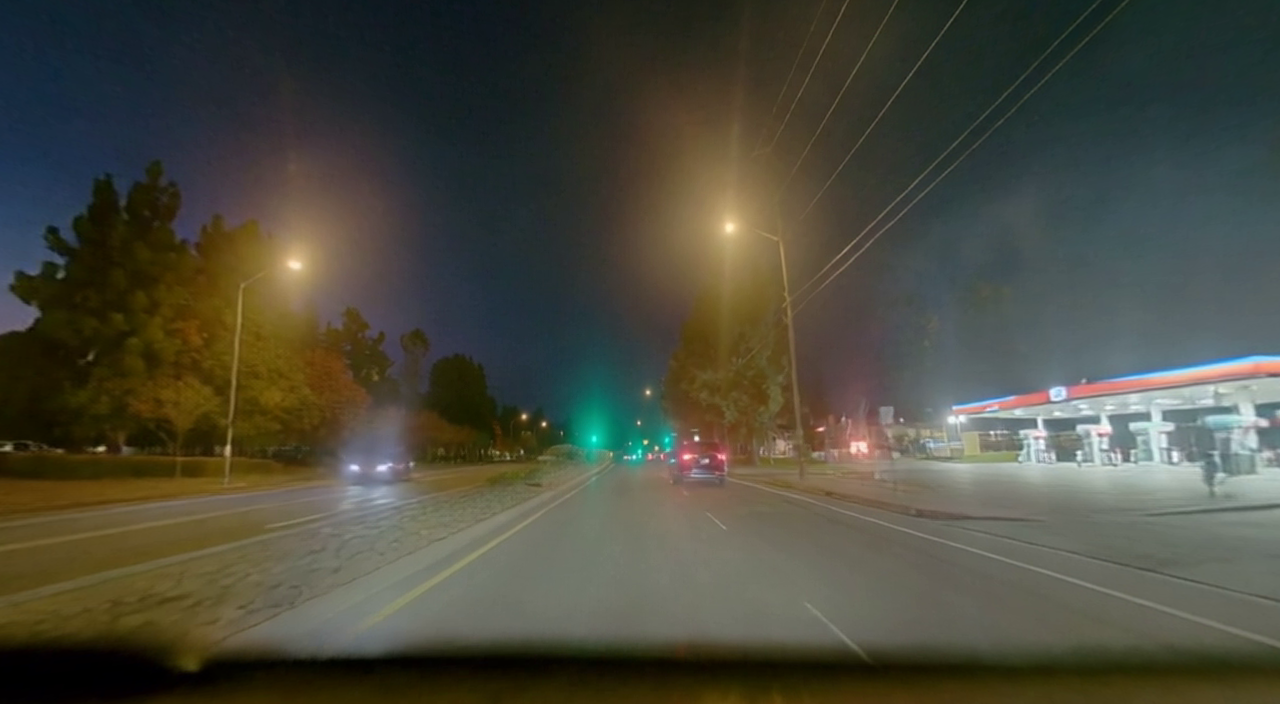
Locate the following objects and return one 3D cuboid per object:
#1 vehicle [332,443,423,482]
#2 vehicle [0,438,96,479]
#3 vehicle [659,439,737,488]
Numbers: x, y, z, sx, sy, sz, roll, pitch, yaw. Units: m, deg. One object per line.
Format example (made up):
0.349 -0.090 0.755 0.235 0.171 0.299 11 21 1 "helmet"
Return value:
-10.911 4.590 26.613 1.893 1.480 4.482 0 -9 0 "vehicle"
-29.813 5.176 30.956 2.116 1.874 4.709 0 -9 -1 "vehicle"
1.847 3.771 21.667 2.061 1.475 4.296 0 -9 -3 "vehicle"
